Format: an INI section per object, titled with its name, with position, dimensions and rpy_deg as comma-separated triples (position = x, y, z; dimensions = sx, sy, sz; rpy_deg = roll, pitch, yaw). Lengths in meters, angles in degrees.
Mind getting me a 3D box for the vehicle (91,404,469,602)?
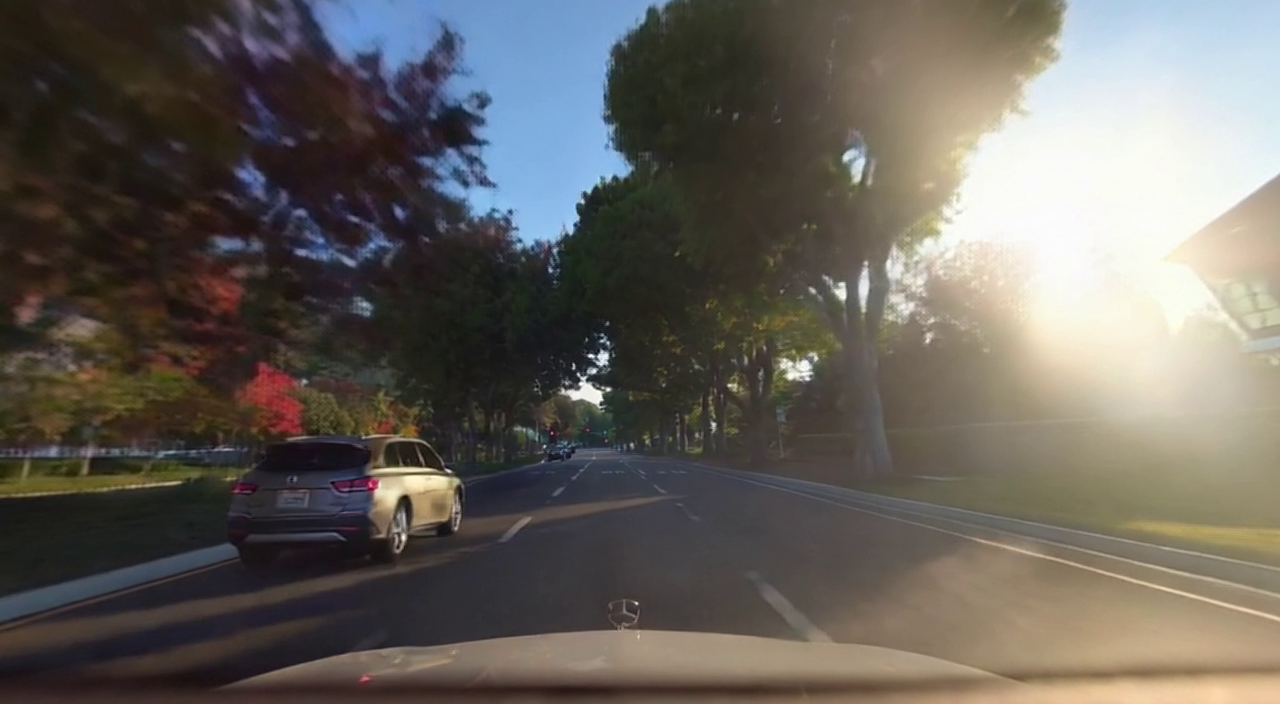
[vehicle]
position = -3.743, 1.645, 7.831
dimensions = 2.067, 1.700, 4.561
rpy_deg = 0, -8, -2
